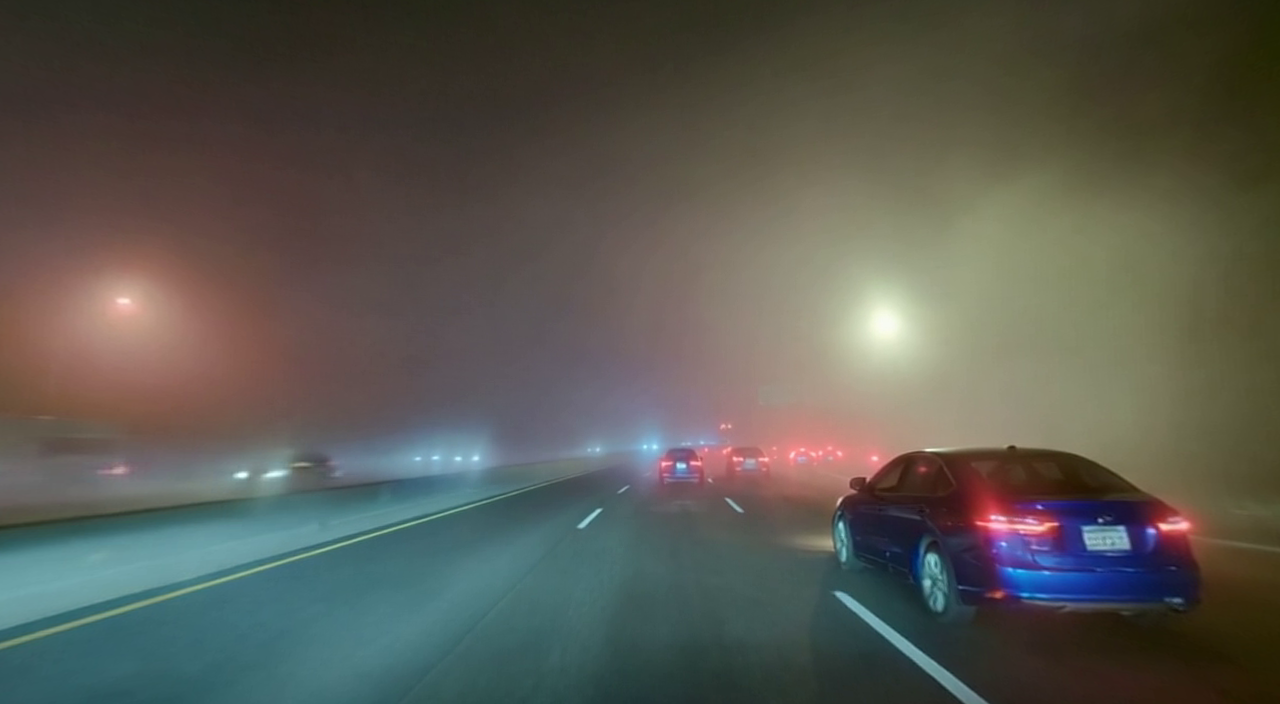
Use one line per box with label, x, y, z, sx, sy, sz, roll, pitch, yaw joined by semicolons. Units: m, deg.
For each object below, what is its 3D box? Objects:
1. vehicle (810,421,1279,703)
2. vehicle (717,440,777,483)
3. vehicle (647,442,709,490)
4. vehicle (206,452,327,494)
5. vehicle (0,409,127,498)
vehicle;3.103;1.462;5.602;2.009;1.489;4.559;0;-9;1
vehicle;4.581;4.770;27.683;2.076;1.684;4.241;0;-9;3
vehicle;1.376;4.128;23.092;2.074;1.614;3.803;-1;-9;3
vehicle;-15.057;4.866;25.720;1.973;1.532;4.450;-1;-9;4
vehicle;-22.913;3.597;22.412;3.098;2.950;6.966;0;-9;2
